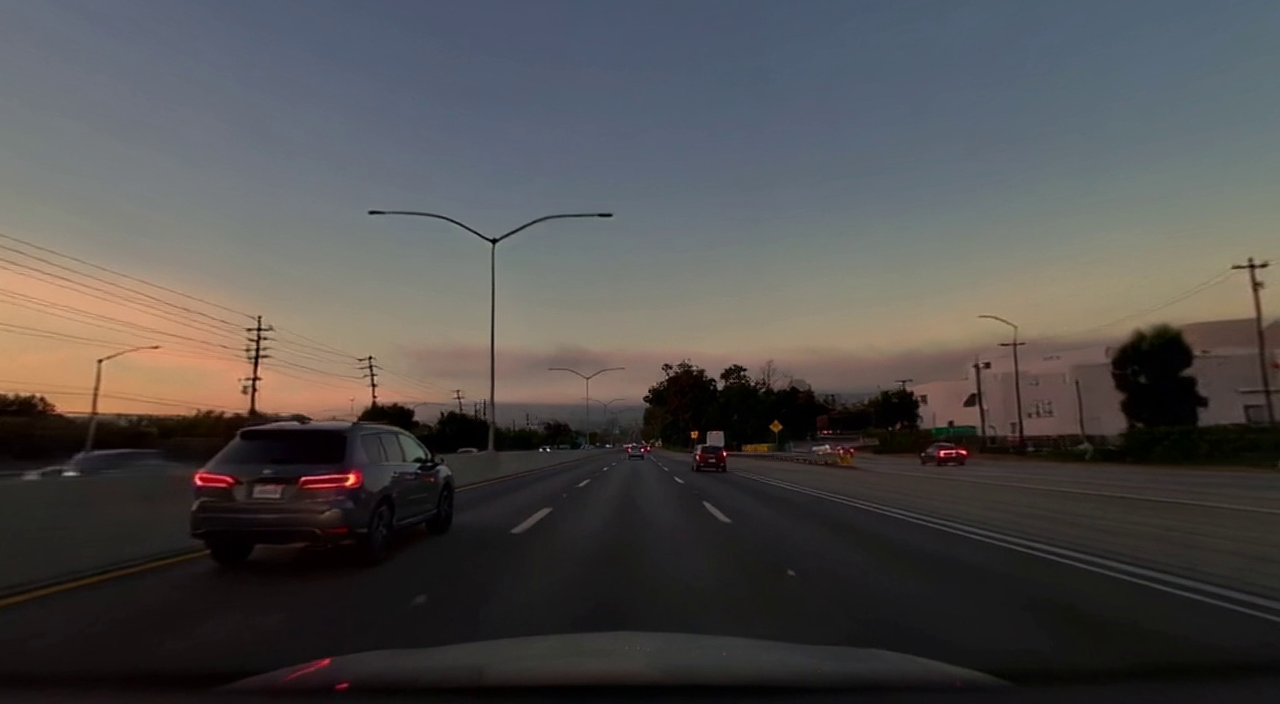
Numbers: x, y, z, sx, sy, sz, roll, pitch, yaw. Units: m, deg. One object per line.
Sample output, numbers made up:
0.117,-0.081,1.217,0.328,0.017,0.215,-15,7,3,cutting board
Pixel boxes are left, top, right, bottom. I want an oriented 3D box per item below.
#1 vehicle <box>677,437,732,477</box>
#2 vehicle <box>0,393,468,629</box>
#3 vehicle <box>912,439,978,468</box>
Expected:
2.870,4.789,29.040,1.997,1.638,4.281,0,-8,-1,vehicle
-3.575,1.481,6.909,2.099,1.682,4.590,0,-8,0,vehicle
19.763,6.594,41.175,2.070,1.782,5.006,-1,-9,4,vehicle
